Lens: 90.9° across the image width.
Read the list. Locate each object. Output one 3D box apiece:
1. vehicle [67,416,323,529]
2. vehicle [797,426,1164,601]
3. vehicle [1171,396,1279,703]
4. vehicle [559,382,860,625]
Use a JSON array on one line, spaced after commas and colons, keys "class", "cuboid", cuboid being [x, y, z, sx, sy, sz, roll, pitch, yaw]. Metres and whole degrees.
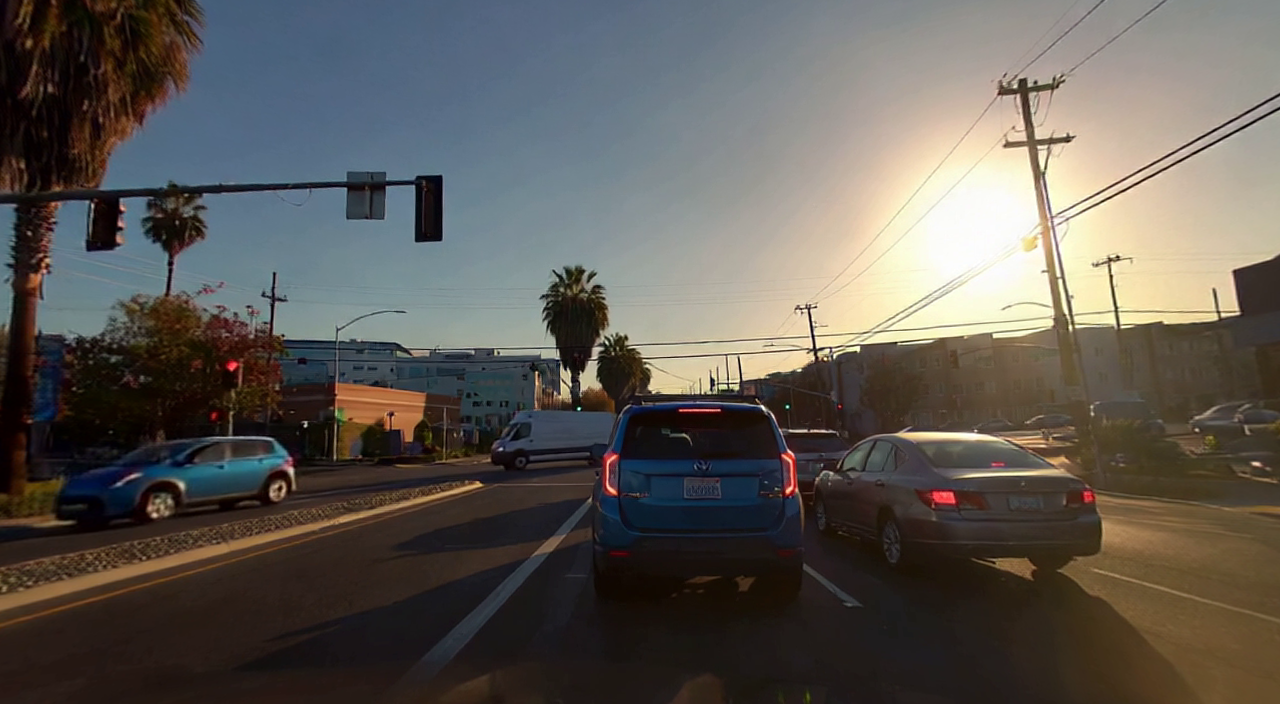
[{"class": "vehicle", "cuboid": [-12.256, 3.342, 18.167, 2.230, 2.653, 5.869, -2, -9, 12]}, {"class": "vehicle", "cuboid": [3.420, 1.683, 7.507, 1.895, 1.456, 4.255, 0, -9, -2]}, {"class": "vehicle", "cuboid": [3.348, 0.650, 0.659, 1.805, 1.485, 4.348, 0, -9, 1]}, {"class": "vehicle", "cuboid": [0.444, 1.436, 6.887, 2.228, 1.780, 4.269, 0, -9, -2]}]
